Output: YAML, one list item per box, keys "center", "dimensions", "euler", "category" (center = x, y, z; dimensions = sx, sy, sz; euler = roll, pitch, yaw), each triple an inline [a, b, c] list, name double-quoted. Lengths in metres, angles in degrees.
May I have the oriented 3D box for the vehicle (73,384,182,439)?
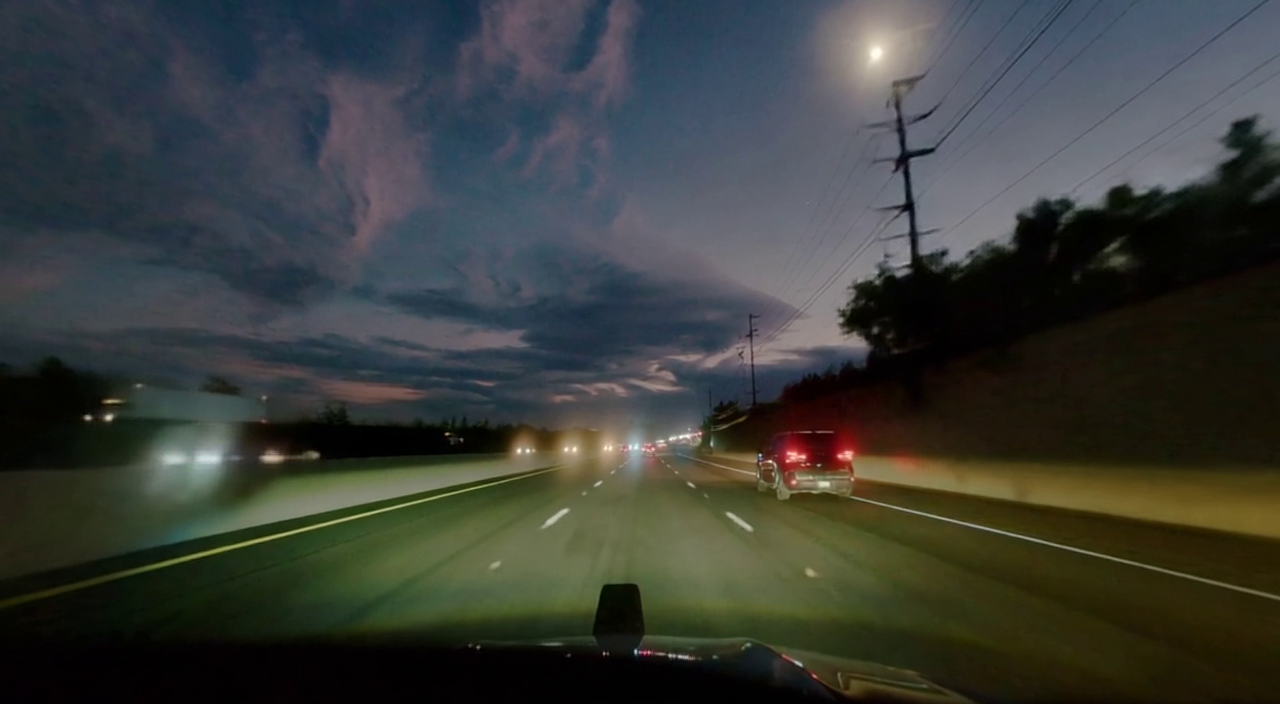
- center: [-38.598, 4.613, 47.820]
  dimensions: [2.911, 3.794, 5.923]
  euler: [-1, -9, 3]
  category: "vehicle"

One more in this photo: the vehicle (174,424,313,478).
- center: [-18.825, 4.769, 30.502]
  dimensions: [2.382, 2.331, 6.448]
  euler: [0, -9, 1]
  category: "vehicle"
